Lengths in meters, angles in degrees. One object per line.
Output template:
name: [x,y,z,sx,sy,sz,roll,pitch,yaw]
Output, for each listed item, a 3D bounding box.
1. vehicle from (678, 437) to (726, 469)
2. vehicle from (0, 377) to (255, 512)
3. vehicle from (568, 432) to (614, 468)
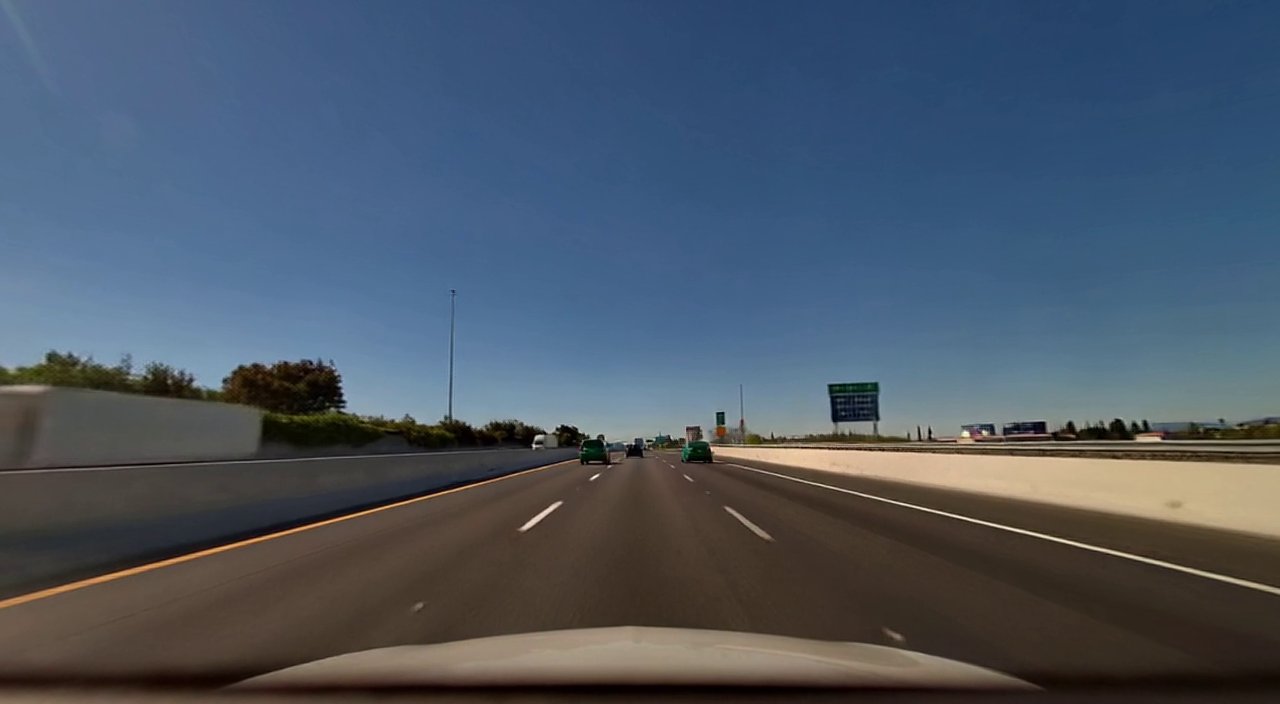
vehicle: [3.413,5.642,35.288,2.202,1.682,4.188,0,-9,0]
vehicle: [-21.335,3.719,25.099,3.016,4.139,14.005,0,-9,0]
vehicle: [-2.901,6.026,38.549,2.291,2.052,4.887,0,-9,1]
